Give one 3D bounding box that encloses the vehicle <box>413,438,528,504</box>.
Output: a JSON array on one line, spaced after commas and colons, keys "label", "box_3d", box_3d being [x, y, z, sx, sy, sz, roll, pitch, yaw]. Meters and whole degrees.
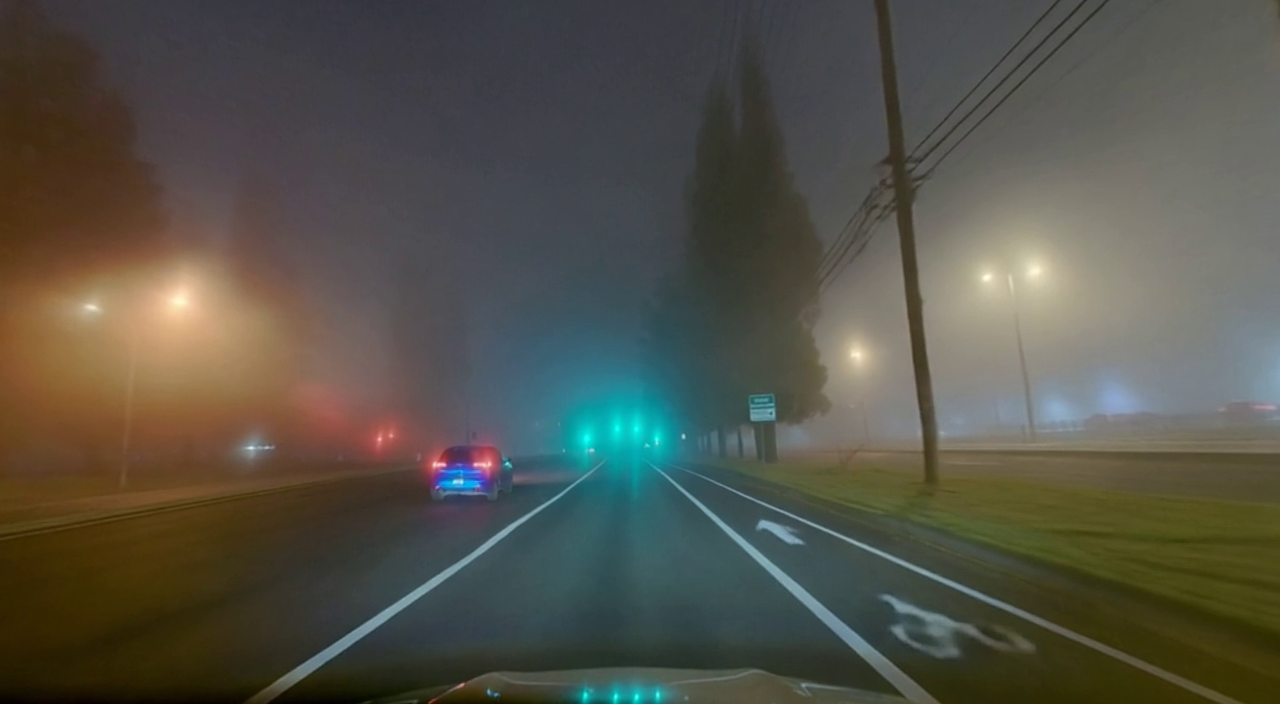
[{"label": "vehicle", "box_3d": [-4.217, 2.995, 16.403, 1.964, 1.472, 4.078, 0, -8, -2]}]
